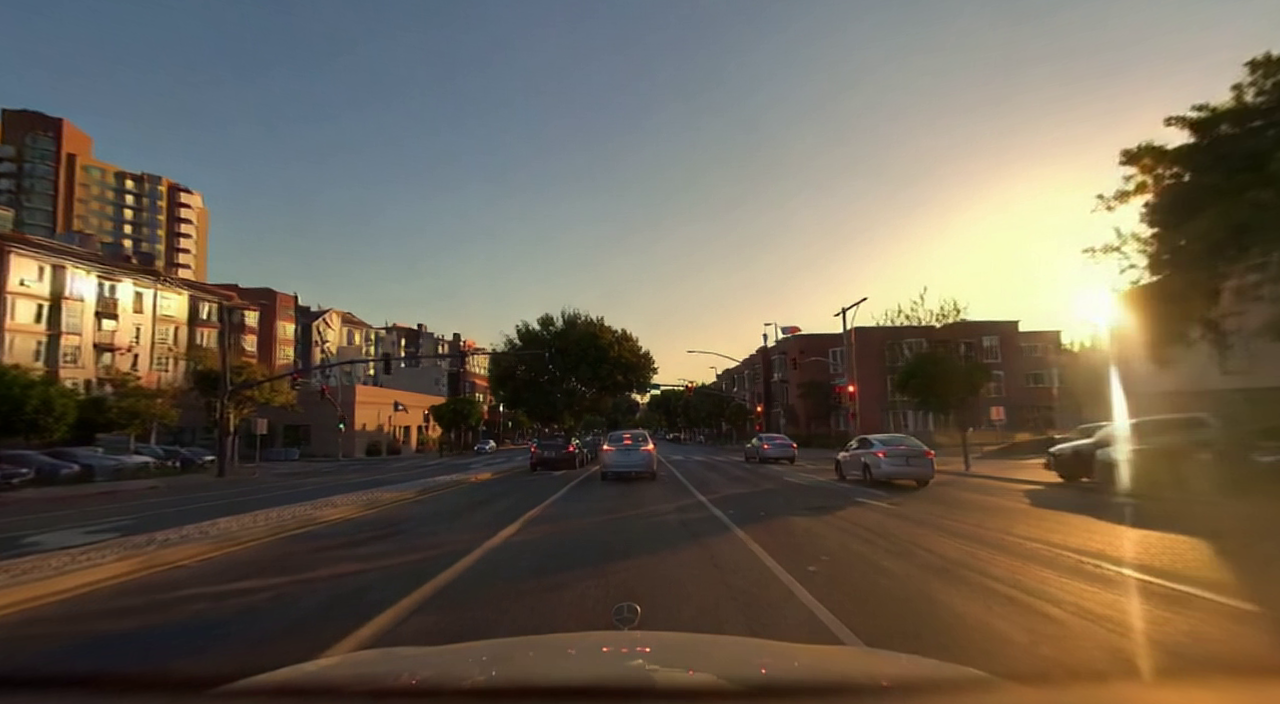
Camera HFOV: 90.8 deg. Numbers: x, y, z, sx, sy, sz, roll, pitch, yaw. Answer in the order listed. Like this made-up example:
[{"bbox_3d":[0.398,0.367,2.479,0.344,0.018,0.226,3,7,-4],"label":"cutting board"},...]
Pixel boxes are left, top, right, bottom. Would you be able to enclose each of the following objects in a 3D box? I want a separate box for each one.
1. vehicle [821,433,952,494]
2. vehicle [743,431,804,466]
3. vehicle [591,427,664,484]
[{"bbox_3d":[6.405,2.924,16.968,1.768,1.417,4.213,0,-8,0],"label":"vehicle"},{"bbox_3d":[6.441,4.725,31.000,1.963,1.611,4.359,0,-8,-1],"label":"vehicle"},{"bbox_3d":[-0.356,3.215,19.780,2.032,1.593,3.896,0,-8,0],"label":"vehicle"}]
